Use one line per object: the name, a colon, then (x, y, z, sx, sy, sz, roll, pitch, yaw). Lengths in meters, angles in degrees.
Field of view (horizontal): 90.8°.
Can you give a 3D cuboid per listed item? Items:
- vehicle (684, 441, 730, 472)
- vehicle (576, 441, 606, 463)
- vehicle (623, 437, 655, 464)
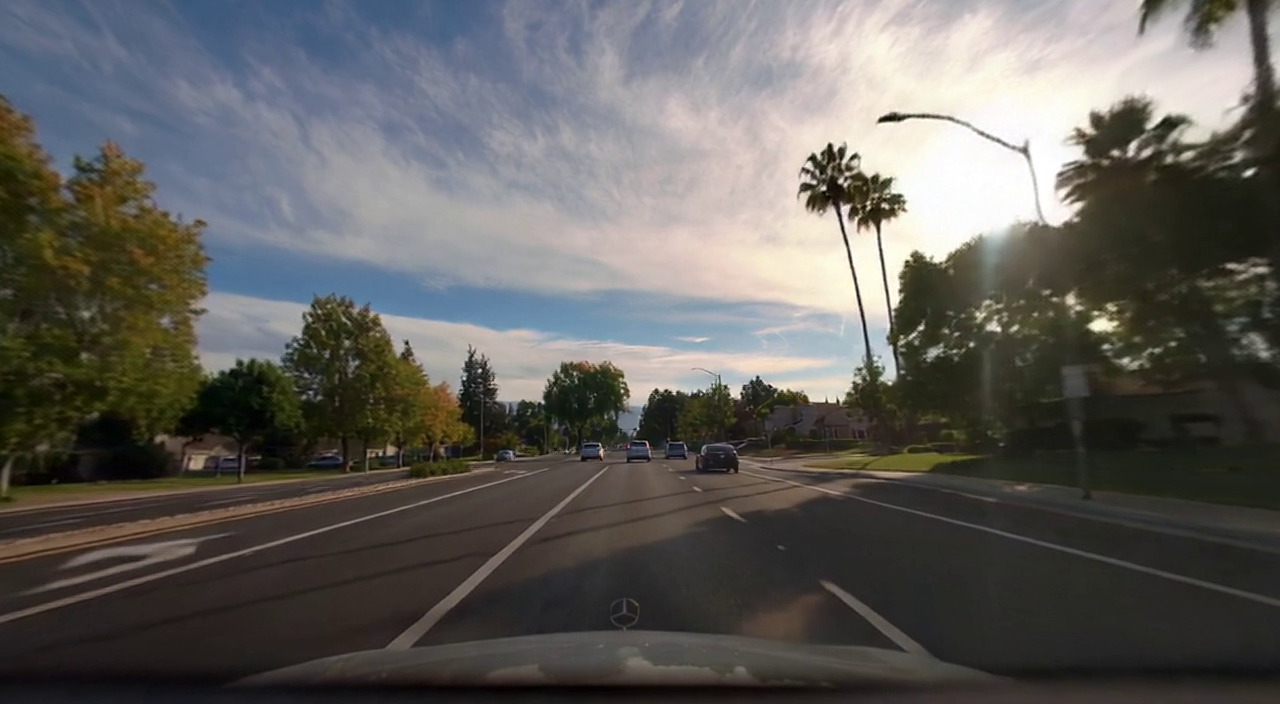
vehicle: (3.367, 5.336, 32.558, 1.830, 1.451, 4.009, 0, -8, -2)
vehicle: (-3.686, 7.564, 48.104, 2.000, 1.569, 3.794, 0, -8, -1)
vehicle: (-0.114, 6.740, 43.259, 2.043, 1.734, 4.253, 0, -8, -1)
